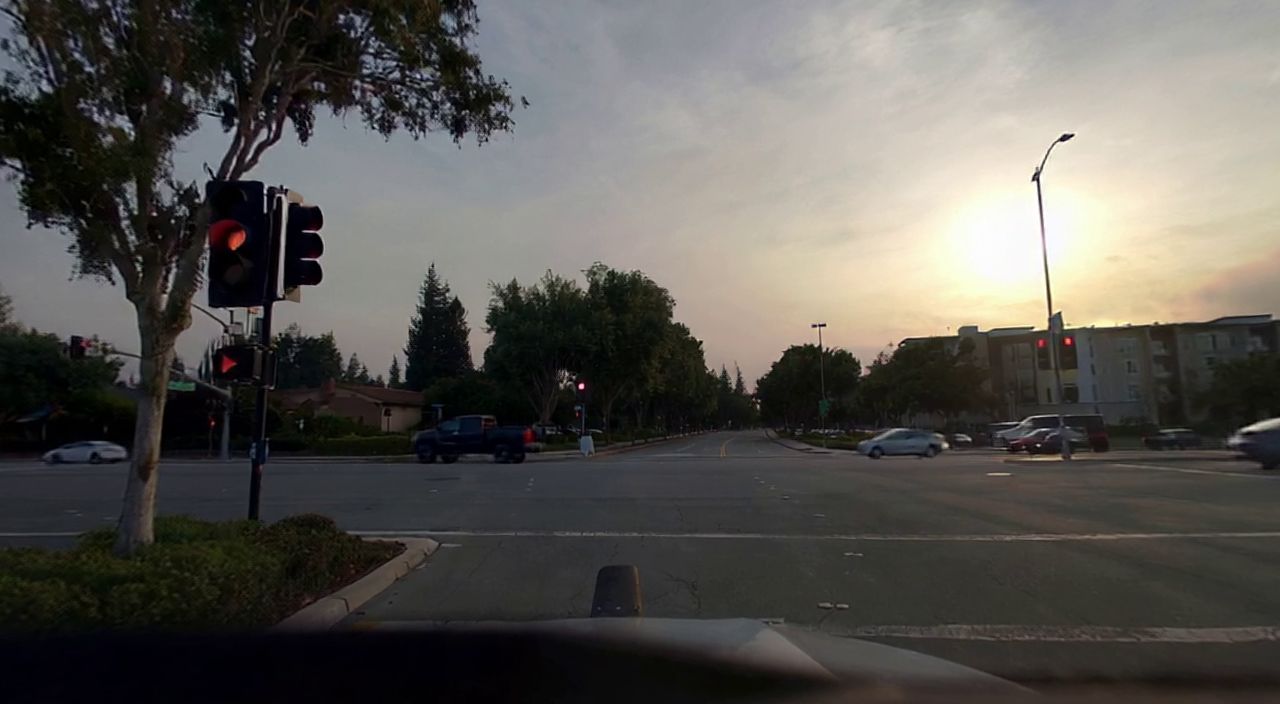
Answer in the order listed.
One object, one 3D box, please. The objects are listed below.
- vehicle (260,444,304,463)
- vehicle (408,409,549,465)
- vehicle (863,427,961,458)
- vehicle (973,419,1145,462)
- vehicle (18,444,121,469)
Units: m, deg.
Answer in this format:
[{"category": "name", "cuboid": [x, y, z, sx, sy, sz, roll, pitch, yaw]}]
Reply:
[{"category": "vehicle", "cuboid": [-28.044, 7.916, 49.566, 2.235, 1.417, 4.272, 3, -9, -20]}, {"category": "vehicle", "cuboid": [-9.732, 5.168, 38.330, 7.790, 3.197, 2.653, -2, -9, 10]}, {"category": "vehicle", "cuboid": [14.381, 4.834, 33.657, 4.370, 1.592, 1.886, -2, -9, 10]}, {"category": "vehicle", "cuboid": [15.021, 3.210, 22.915, 4.749, 1.461, 1.892, -1, -9, 9]}, {"category": "vehicle", "cuboid": [-35.045, 6.410, 38.842, 4.860, 1.441, 1.934, -2, -8, 9]}]
